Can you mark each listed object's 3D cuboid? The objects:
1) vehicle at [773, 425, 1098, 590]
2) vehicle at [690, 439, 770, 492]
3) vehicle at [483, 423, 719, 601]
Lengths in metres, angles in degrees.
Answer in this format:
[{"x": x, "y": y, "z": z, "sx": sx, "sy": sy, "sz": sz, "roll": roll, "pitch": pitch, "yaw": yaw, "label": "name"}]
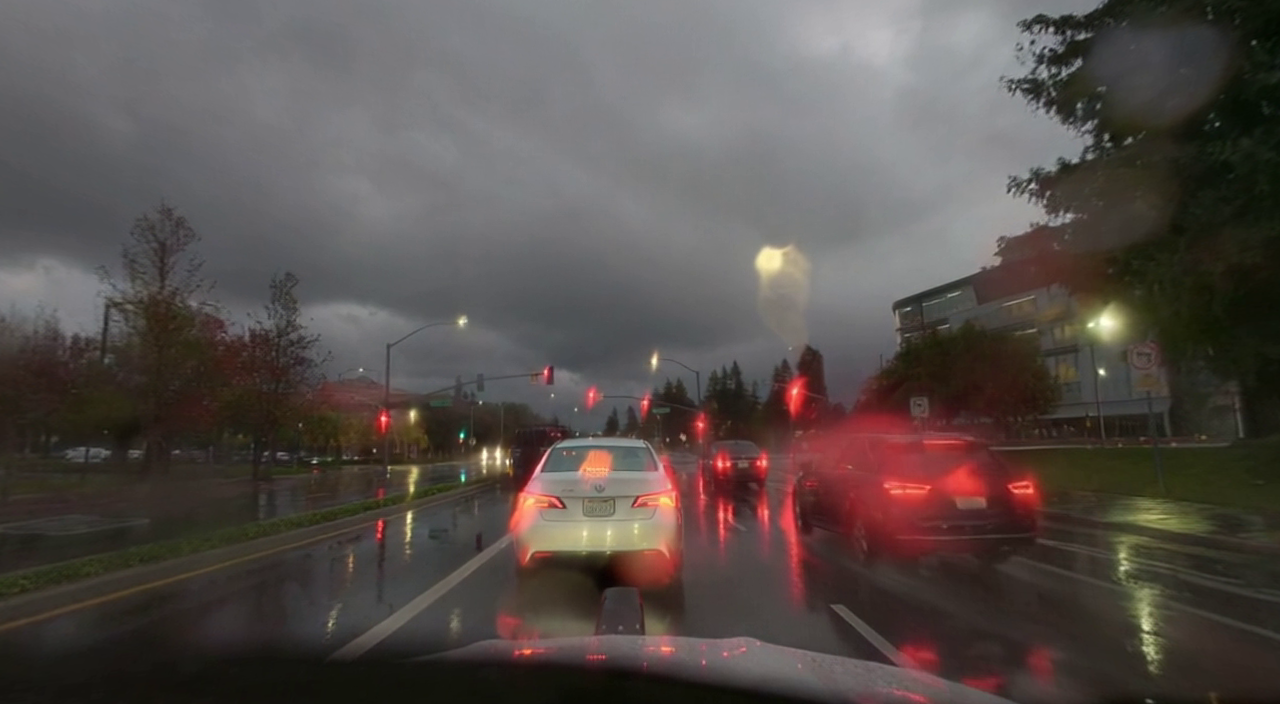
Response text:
[{"x": 3.141, "y": 1.733, "z": 7.920, "sx": 1.910, "sy": 1.474, "sz": 4.263, "roll": 0, "pitch": -9, "yaw": -1, "label": "vehicle"}, {"x": 2.866, "y": 3.714, "z": 21.075, "sx": 1.874, "sy": 1.556, "sz": 4.116, "roll": 0, "pitch": -9, "yaw": -3, "label": "vehicle"}, {"x": -0.360, "y": 1.636, "z": 7.239, "sx": 2.006, "sy": 1.487, "sz": 3.535, "roll": 0, "pitch": -9, "yaw": -1, "label": "vehicle"}]
